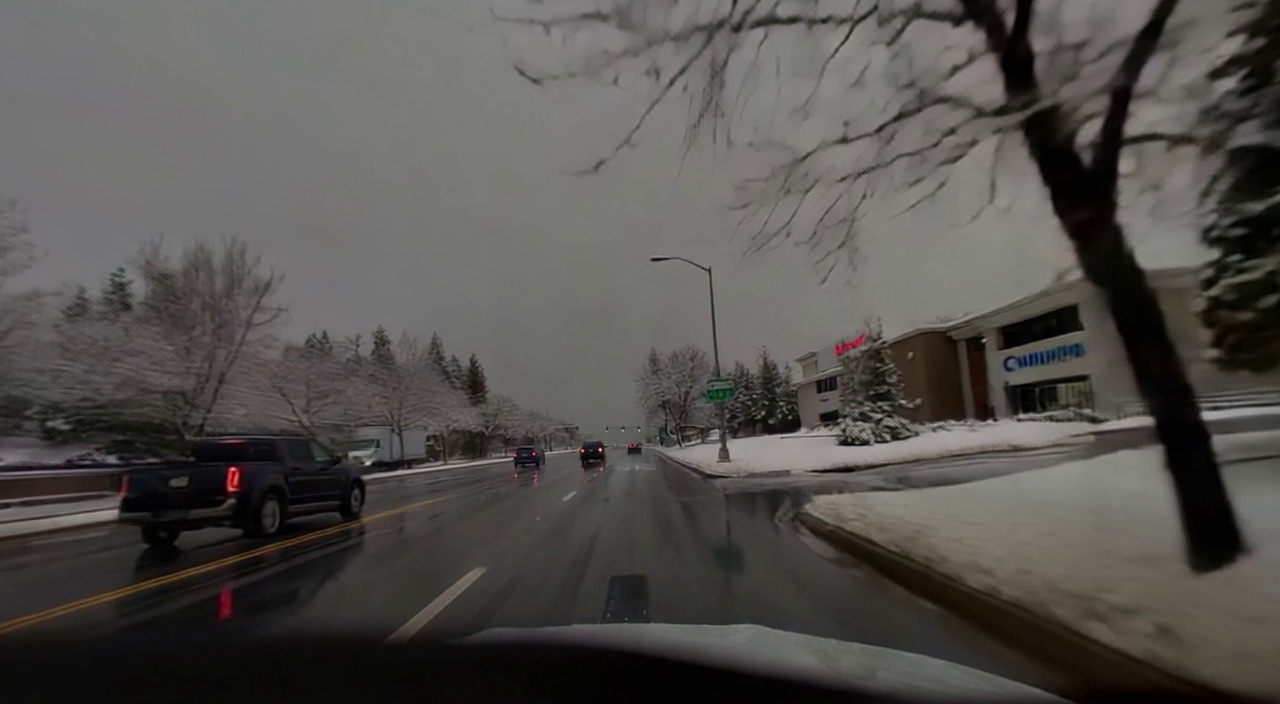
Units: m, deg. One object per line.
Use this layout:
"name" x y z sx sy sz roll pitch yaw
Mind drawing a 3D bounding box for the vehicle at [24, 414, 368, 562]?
"vehicle" -6.680 2.090 10.458 2.137 1.835 4.844 0 -9 0

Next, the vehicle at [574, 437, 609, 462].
"vehicle" -3.273 6.687 43.220 2.100 1.661 3.837 0 -9 1

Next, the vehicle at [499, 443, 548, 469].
"vehicle" -6.821 6.124 37.386 2.072 1.427 4.328 0 -9 0
